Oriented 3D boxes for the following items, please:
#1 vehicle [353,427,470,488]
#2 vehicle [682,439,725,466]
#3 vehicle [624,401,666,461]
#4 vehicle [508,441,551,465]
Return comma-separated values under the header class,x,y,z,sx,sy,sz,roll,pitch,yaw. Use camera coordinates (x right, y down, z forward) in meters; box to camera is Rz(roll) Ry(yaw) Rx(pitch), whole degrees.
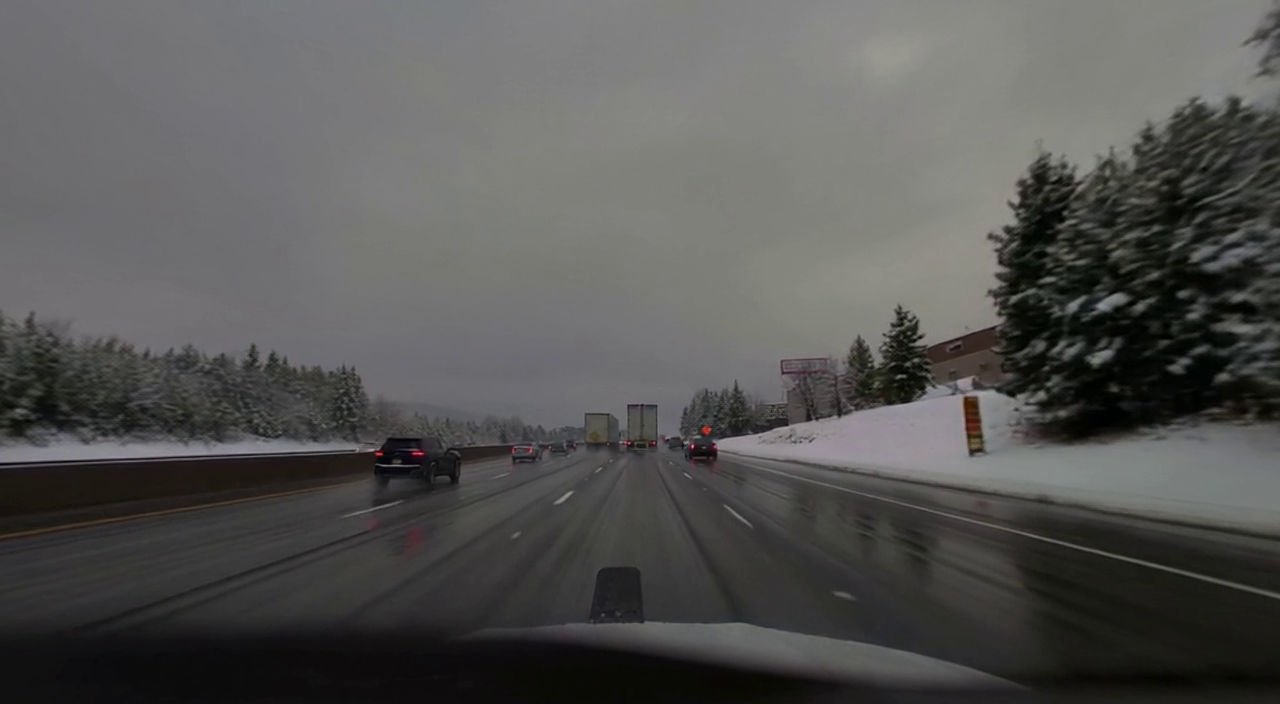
class,x,y,z,sx,sy,sz,roll,pitch,yaw
vehicle,-7.272,3.418,20.672,2.122,1.754,4.379,0,-8,1
vehicle,3.652,5.876,36.976,2.006,1.452,4.246,0,-9,-1
vehicle,0.299,6.318,49.555,2.969,4.104,10.906,0,-9,-1
vehicle,-6.990,6.411,40.254,1.891,1.460,4.506,0,-8,0
